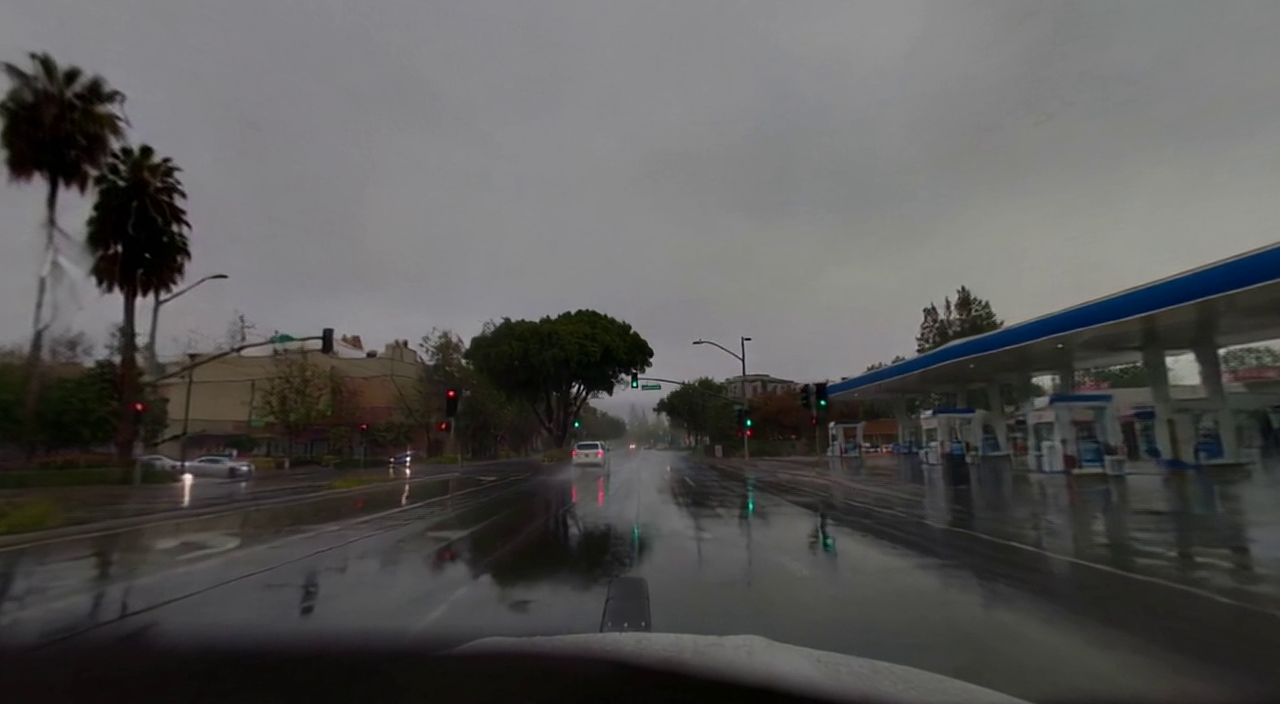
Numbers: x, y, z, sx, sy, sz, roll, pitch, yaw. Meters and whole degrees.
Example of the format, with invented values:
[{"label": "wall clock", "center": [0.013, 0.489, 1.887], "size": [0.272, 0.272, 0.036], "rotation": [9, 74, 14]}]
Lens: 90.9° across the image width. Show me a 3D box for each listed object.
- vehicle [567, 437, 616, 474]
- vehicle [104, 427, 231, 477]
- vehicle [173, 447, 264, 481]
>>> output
[{"label": "vehicle", "center": [-2.394, 5.236, 32.087], "size": [2.011, 1.756, 4.478], "rotation": [0, -9, 2]}, {"label": "vehicle", "center": [-35.875, 7.612, 48.037], "size": [7.179, 3.622, 2.857], "rotation": [0, -9, 1]}, {"label": "vehicle", "center": [-27.948, 7.414, 41.921], "size": [4.597, 1.952, 2.040], "rotation": [-3, -7, -1]}]
